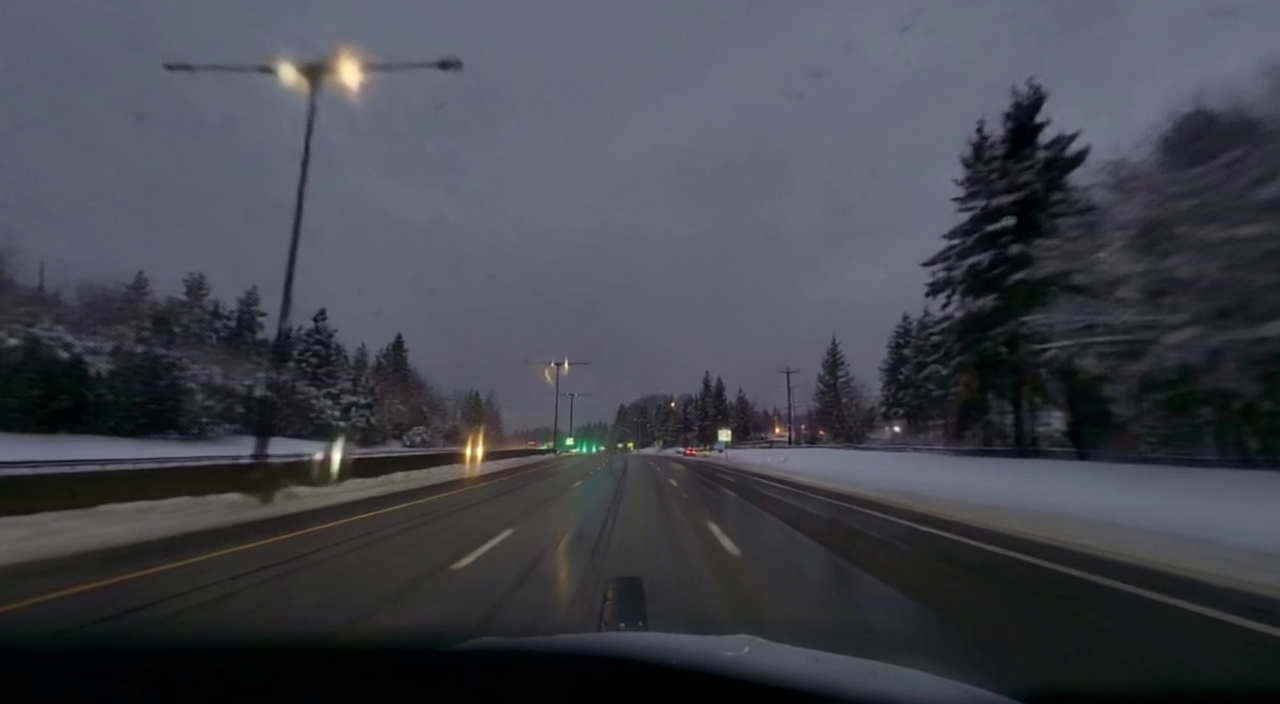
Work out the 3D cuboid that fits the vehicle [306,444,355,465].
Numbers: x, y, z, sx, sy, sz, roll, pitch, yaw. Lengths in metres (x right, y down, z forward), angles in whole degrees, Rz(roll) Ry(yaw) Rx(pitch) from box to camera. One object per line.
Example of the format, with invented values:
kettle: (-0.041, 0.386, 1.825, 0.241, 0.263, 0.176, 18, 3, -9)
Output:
vehicle: (-23.523, 7.789, 48.082, 1.914, 1.457, 3.812, 0, -9, -1)
